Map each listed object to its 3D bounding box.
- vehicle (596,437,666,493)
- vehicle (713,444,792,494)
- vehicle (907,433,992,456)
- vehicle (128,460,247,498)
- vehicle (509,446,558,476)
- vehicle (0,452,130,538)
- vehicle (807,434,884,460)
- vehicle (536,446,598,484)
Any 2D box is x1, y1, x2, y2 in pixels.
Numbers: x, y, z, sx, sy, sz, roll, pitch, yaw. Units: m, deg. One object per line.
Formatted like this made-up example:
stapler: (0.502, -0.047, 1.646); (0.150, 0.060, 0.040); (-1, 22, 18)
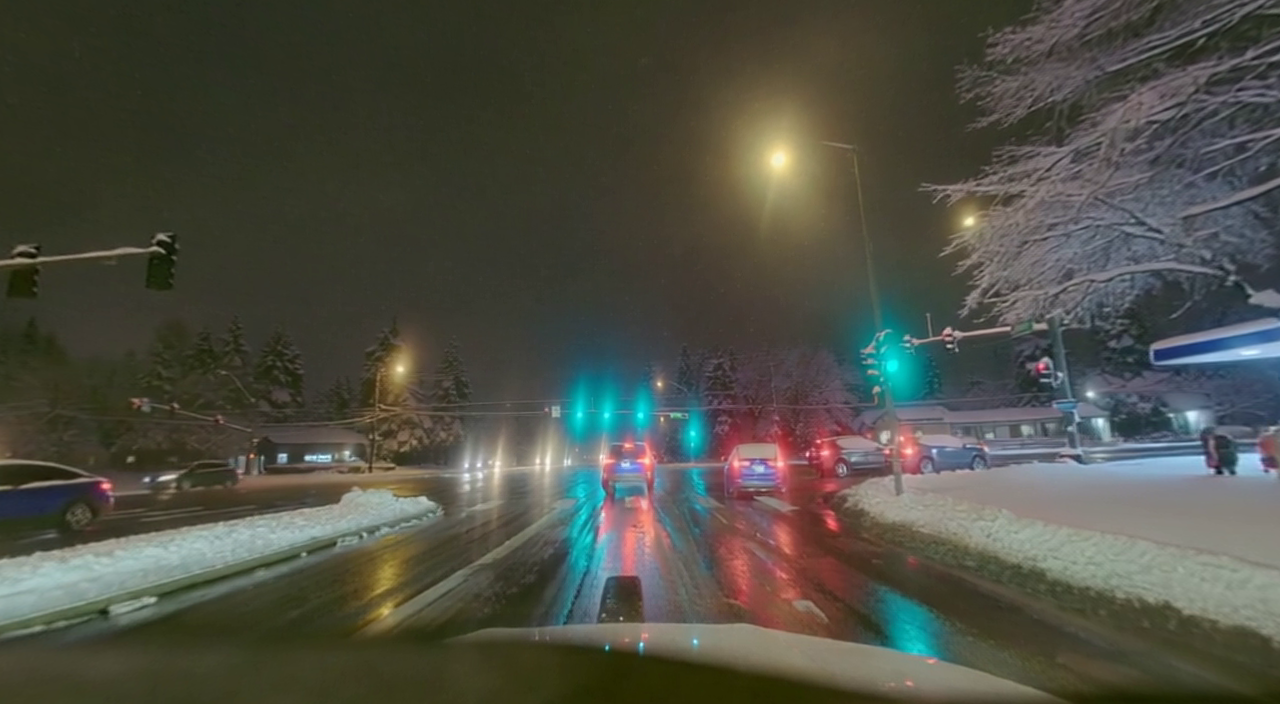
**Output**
vehicle: (-0.227, 3.860, 22.000); (2.210, 1.722, 4.215); (0, -8, 2)
vehicle: (3.880, 3.839, 21.156); (1.976, 1.462, 4.342); (-3, -9, 18)
vehicle: (20.684, 6.200, 42.326); (4.700, 1.417, 1.789); (0, -8, 2)
vehicle: (-21.032, 5.902, 29.684); (1.949, 1.480, 4.932); (0, -8, 1)
vehicle: (-6.345, 6.502, 38.051); (2.018, 1.692, 4.226); (-1, -8, 3)
vehicle: (-13.446, 2.899, 12.980); (1.995, 1.626, 4.592); (0, -8, 2)
vehicle: (13.797, 6.427, 42.604); (4.524, 1.681, 1.823); (0, -8, 0)
vehicle: (-3.072, 4.856, 27.535); (2.003, 1.492, 4.291); (-1, -8, 3)
